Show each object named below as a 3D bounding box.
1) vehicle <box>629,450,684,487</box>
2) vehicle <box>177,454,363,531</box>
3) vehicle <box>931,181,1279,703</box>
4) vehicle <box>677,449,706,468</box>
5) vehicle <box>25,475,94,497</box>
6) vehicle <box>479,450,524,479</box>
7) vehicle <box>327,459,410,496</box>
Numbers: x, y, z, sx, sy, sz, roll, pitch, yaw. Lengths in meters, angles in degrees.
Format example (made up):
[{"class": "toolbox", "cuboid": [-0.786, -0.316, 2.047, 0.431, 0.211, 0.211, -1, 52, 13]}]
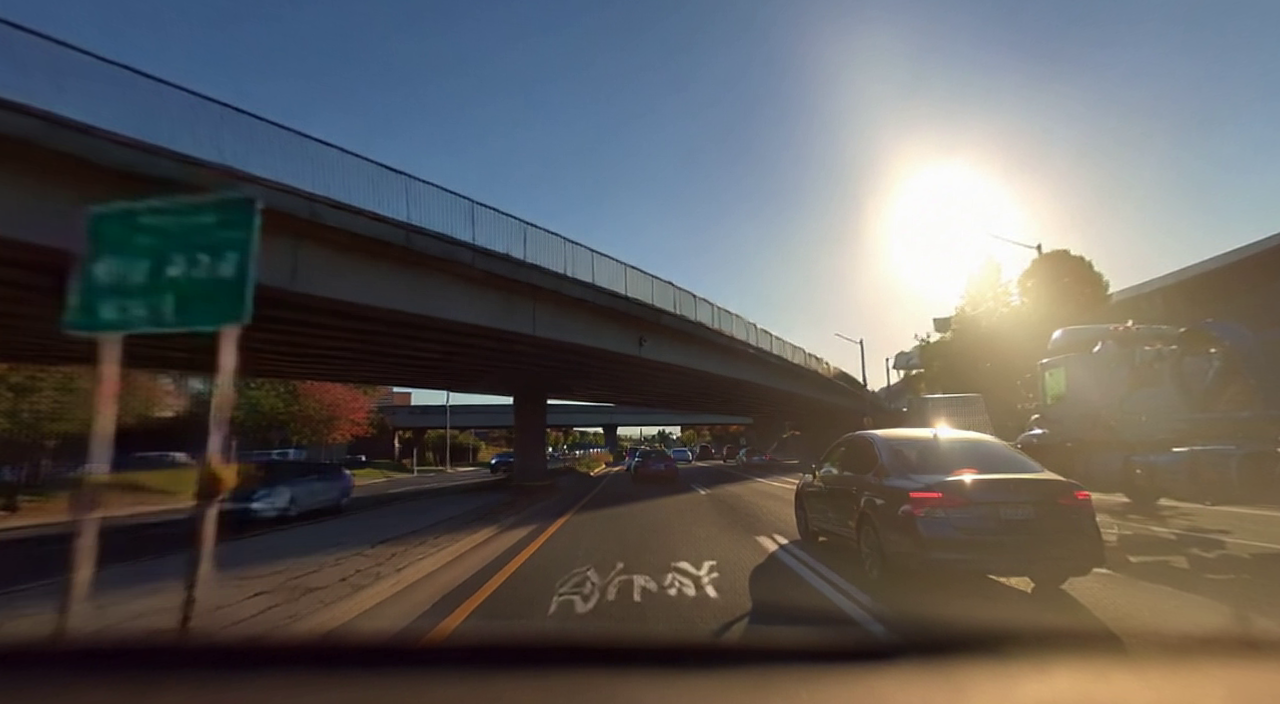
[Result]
[{"class": "vehicle", "cuboid": [0.624, 4.609, 25.349, 2.027, 1.341, 3.775, 0, -8, 0]}, {"class": "vehicle", "cuboid": [-8.350, 3.161, 14.780, 1.858, 1.494, 4.034, 0, -8, 0]}, {"class": "vehicle", "cuboid": [3.527, 0.589, 2.285, 2.588, 2.321, 4.927, 0, -8, 1]}, {"class": "vehicle", "cuboid": [4.021, 8.397, 49.979, 1.962, 1.431, 4.205, 0, -8, 1]}, {"class": "vehicle", "cuboid": [-43.467, 10.010, 47.318, 3.608, 1.417, 1.601, 1, -9, 5]}, {"class": "vehicle", "cuboid": [-8.631, 7.054, 39.746, 1.897, 1.663, 3.838, 0, -8, 1]}, {"class": "vehicle", "cuboid": [-12.168, 5.610, 28.623, 1.798, 1.434, 4.356, -1, -9, 0]}]
